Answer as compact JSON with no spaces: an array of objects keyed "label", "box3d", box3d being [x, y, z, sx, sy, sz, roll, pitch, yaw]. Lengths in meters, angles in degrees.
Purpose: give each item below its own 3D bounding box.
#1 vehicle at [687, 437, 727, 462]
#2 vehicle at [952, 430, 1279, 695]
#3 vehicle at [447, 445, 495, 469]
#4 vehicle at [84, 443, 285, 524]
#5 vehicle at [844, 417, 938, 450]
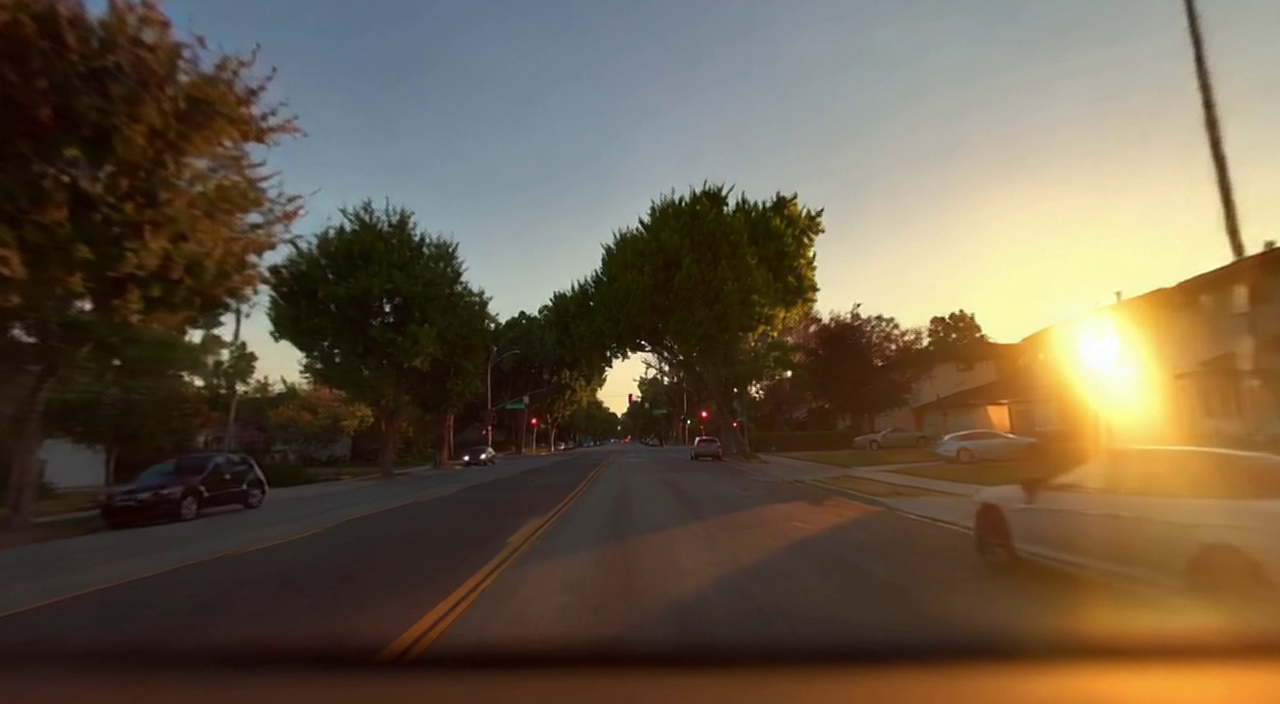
[{"label":"vehicle","box3d":[4.305,6.346,41.258,1.963,1.477,4.804,0,-8,-1]},{"label":"vehicle","box3d":[4.551,1.363,4.919,2.063,1.444,4.217,0,-8,0]},{"label":"vehicle","box3d":[-11.755,7.312,44.213,2.029,1.550,4.562,0,-8,1]},{"label":"vehicle","box3d":[-11.385,3.253,16.280,1.977,1.753,4.278,0,-8,0]},{"label":"vehicle","box3d":[14.414,4.711,36.414,4.500,1.875,2.046,0,-8,-1]}]
